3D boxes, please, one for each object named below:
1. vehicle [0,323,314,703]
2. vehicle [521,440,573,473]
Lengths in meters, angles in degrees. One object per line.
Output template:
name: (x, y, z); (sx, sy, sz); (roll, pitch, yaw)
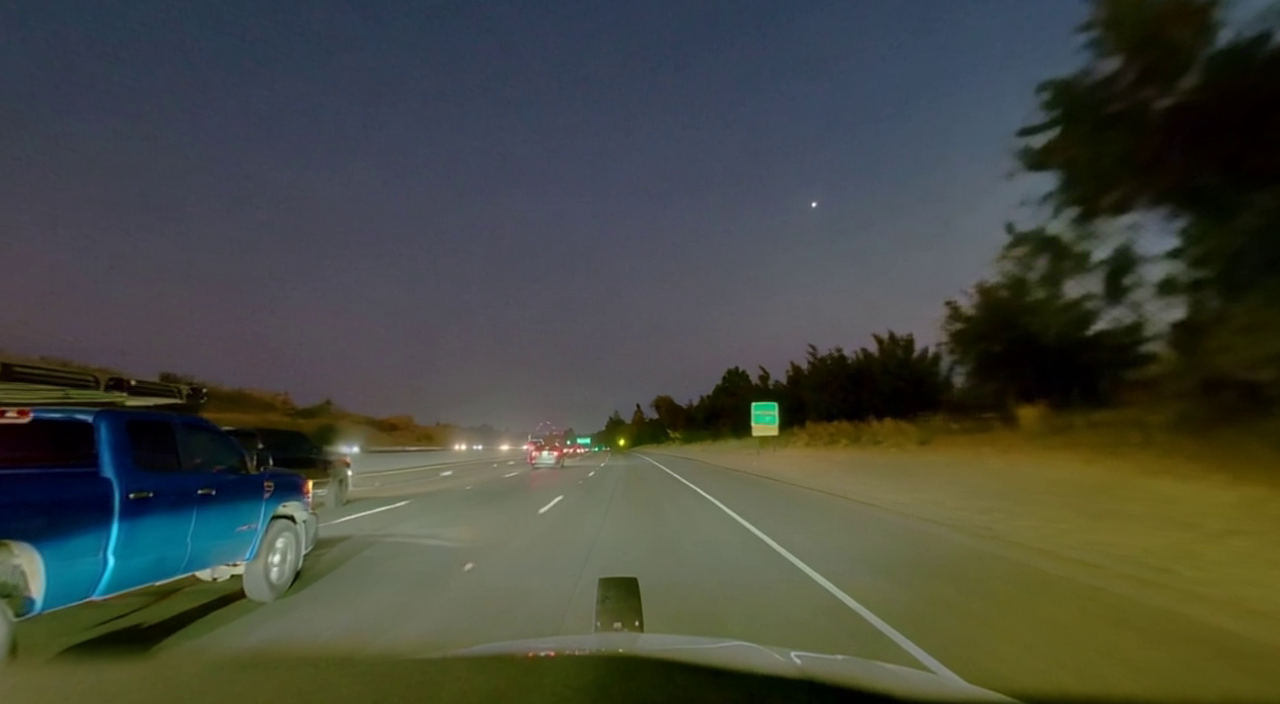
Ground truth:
vehicle: (-3.846, 0.782, 2.632); (2.200, 1.807, 5.041); (0, -8, 1)
vehicle: (-4.586, 5.209, 31.691); (2.012, 1.509, 4.359); (0, -8, -1)
